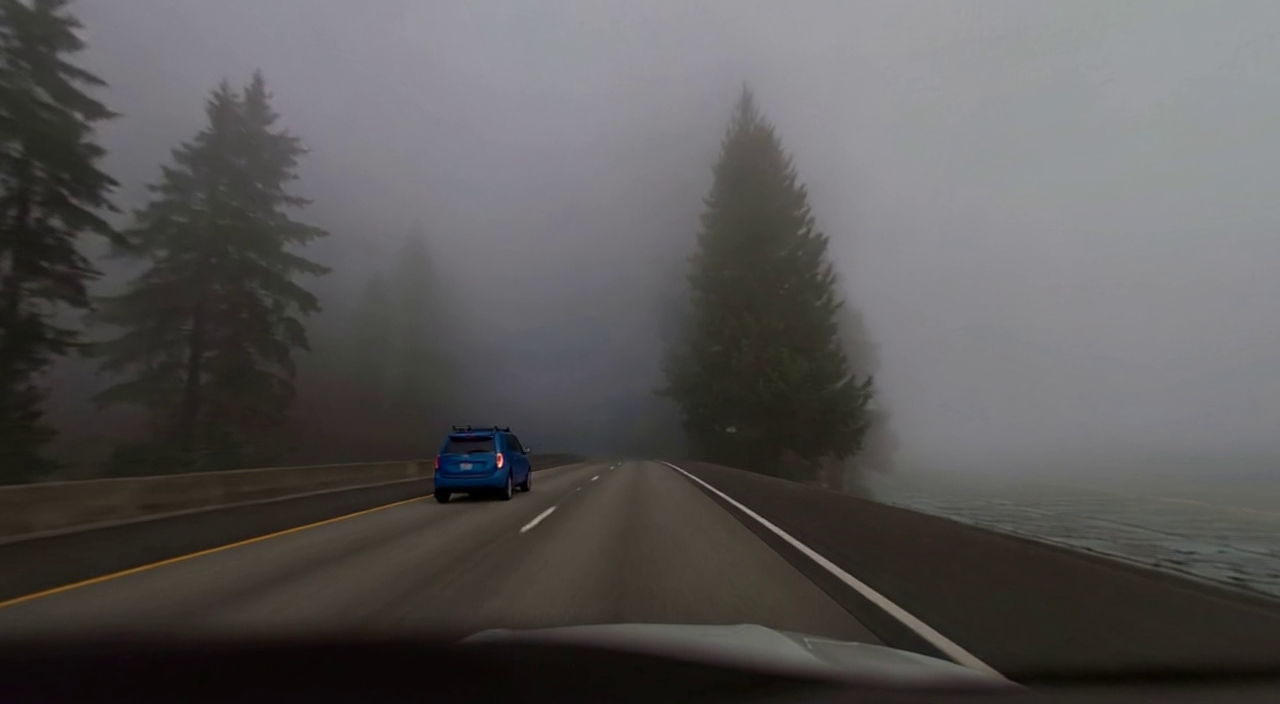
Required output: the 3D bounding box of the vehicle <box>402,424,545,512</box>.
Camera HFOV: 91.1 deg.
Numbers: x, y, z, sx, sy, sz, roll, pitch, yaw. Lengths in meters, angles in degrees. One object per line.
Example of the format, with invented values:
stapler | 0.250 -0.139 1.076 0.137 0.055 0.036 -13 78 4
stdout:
vehicle | -3.710 2.678 14.986 2.084 1.752 4.479 -1 -8 1
